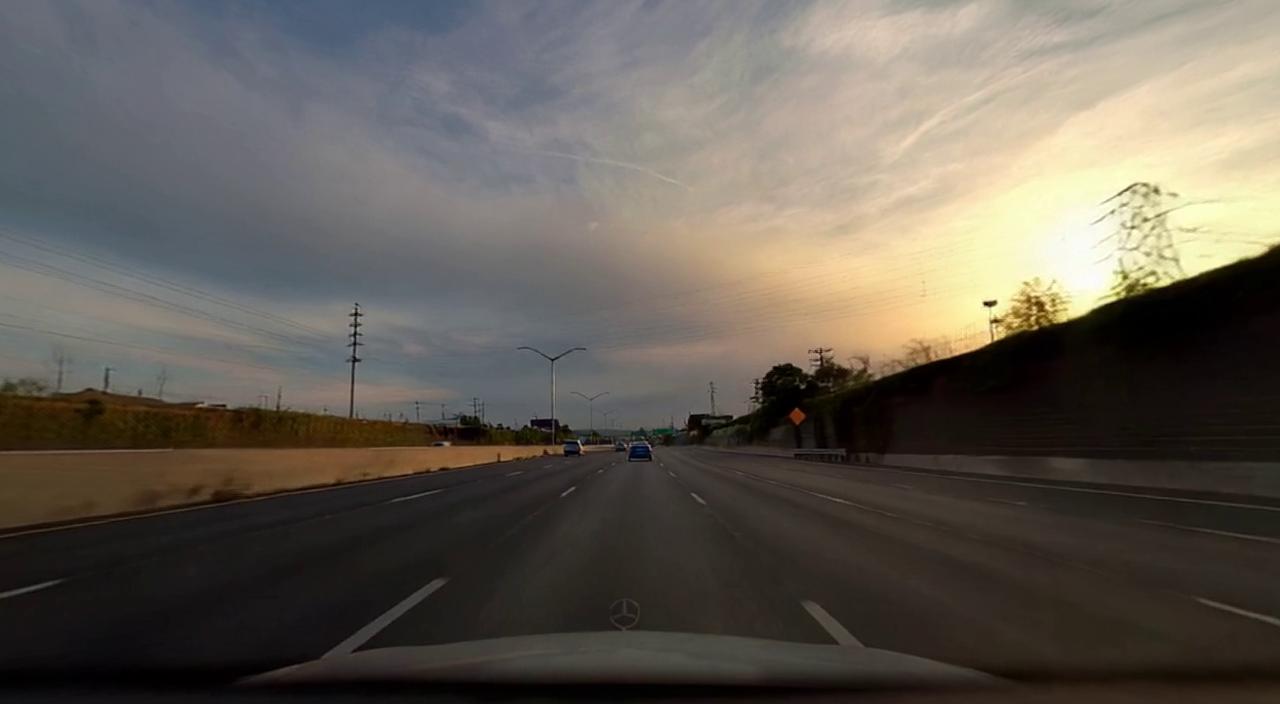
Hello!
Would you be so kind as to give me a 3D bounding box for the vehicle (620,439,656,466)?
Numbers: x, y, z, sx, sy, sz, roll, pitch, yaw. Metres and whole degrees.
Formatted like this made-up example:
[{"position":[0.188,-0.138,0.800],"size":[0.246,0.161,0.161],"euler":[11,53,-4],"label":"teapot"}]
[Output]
[{"position":[-0.155,6.186,38.921],"size":[2.074,1.574,3.971],"euler":[0,-8,-1],"label":"vehicle"}]
